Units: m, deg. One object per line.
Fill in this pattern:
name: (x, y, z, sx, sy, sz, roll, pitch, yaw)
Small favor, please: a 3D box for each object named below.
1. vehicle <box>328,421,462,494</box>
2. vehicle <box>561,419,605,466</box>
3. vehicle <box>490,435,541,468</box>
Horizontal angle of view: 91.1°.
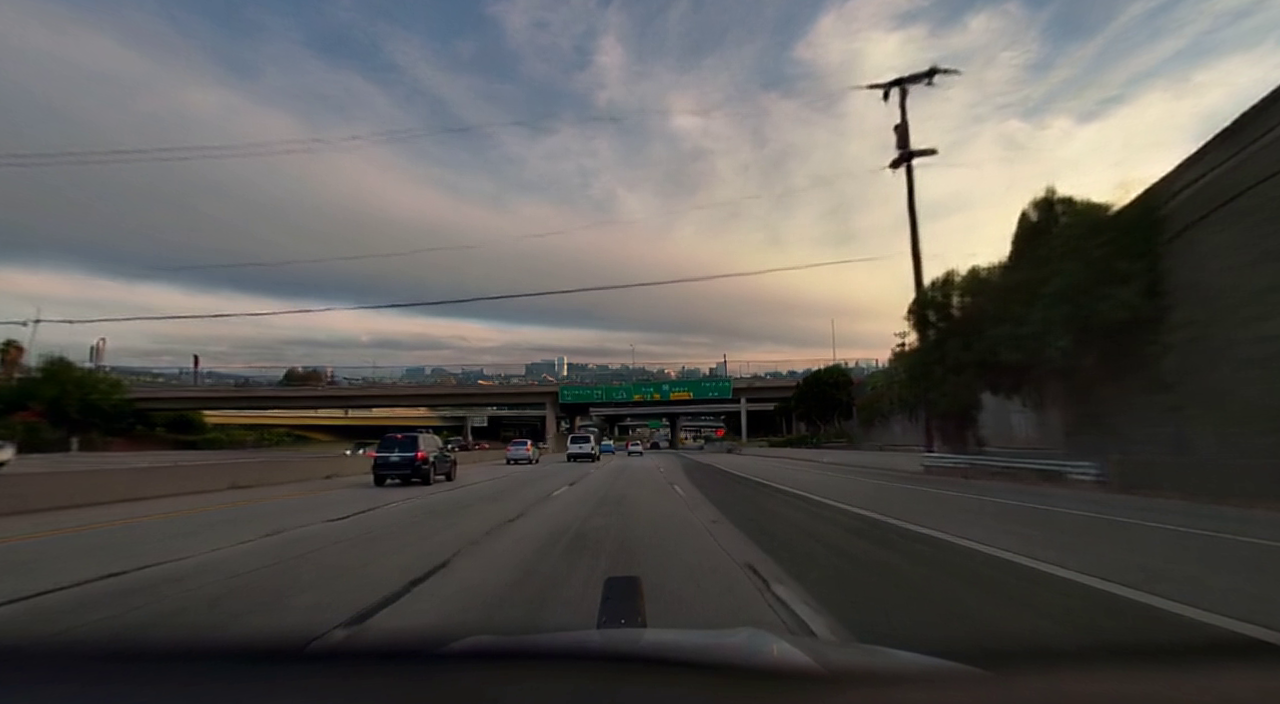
vehicle: (-7.281, 3.187, 19.326, 2.179, 1.948, 4.618, 0, -8, 1)
vehicle: (-3.651, 5.954, 41.394, 2.301, 2.843, 6.458, 0, -8, 0)
vehicle: (-7.328, 5.894, 37.323, 2.109, 1.784, 4.709, 0, -8, -1)
